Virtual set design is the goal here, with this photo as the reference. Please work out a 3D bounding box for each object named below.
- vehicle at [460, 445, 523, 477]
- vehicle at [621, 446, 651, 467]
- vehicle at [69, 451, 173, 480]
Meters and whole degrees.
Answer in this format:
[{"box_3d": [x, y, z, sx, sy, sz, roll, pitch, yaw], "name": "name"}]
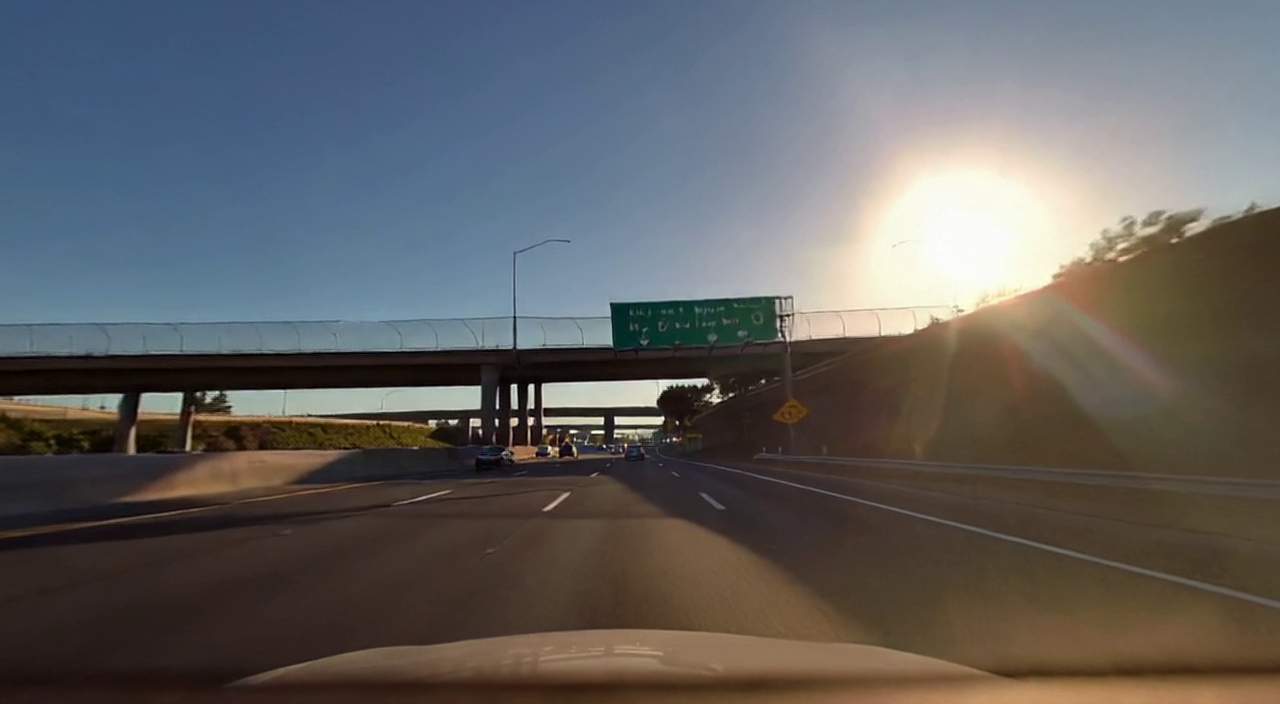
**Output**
[{"box_3d": [-7.238, 5.369, 31.403, 1.994, 1.487, 4.605, 0, -9, 0], "name": "vehicle"}, {"box_3d": [-0.344, 7.672, 46.599, 2.086, 1.472, 4.168, 0, -9, -1], "name": "vehicle"}, {"box_3d": [-28.552, 6.242, 35.066, 1.841, 1.468, 4.634, 0, -9, 0], "name": "vehicle"}]
